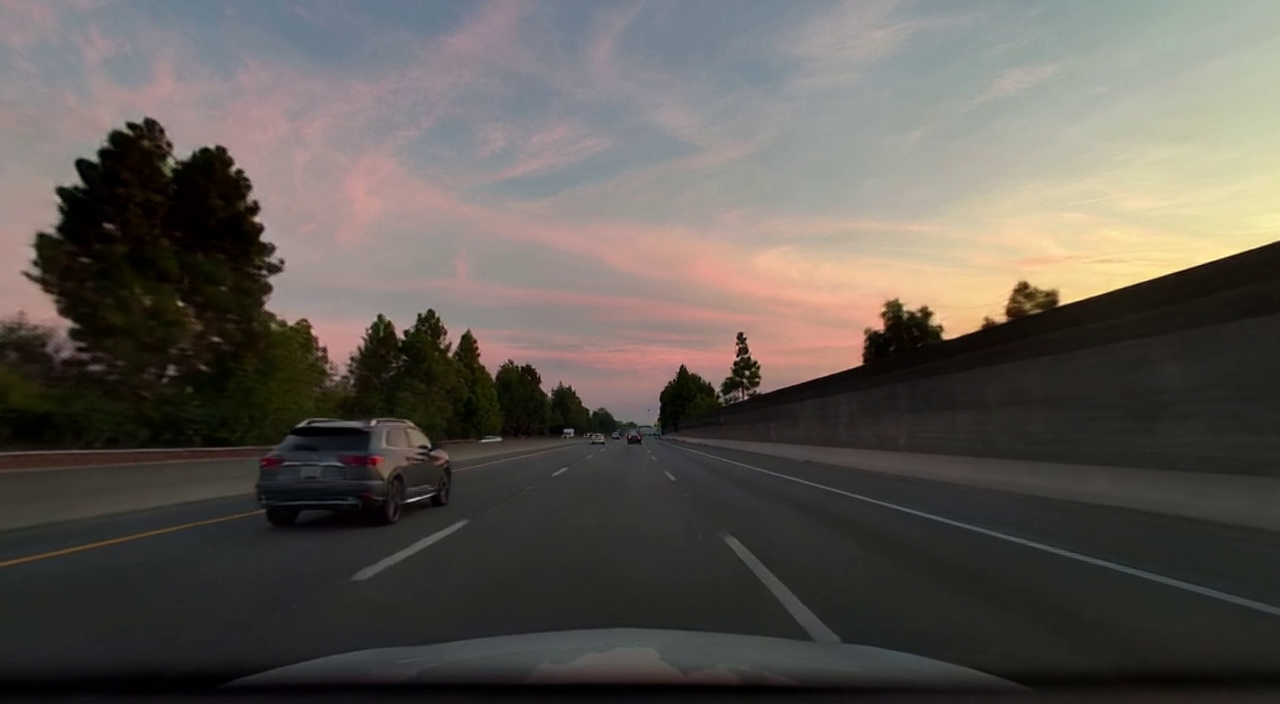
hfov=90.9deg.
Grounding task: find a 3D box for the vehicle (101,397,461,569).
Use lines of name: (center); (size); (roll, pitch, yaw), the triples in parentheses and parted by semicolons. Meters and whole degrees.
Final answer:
vehicle: (-4.311, 1.633, 8.759); (2.306, 1.730, 4.606); (0, -8, -1)
